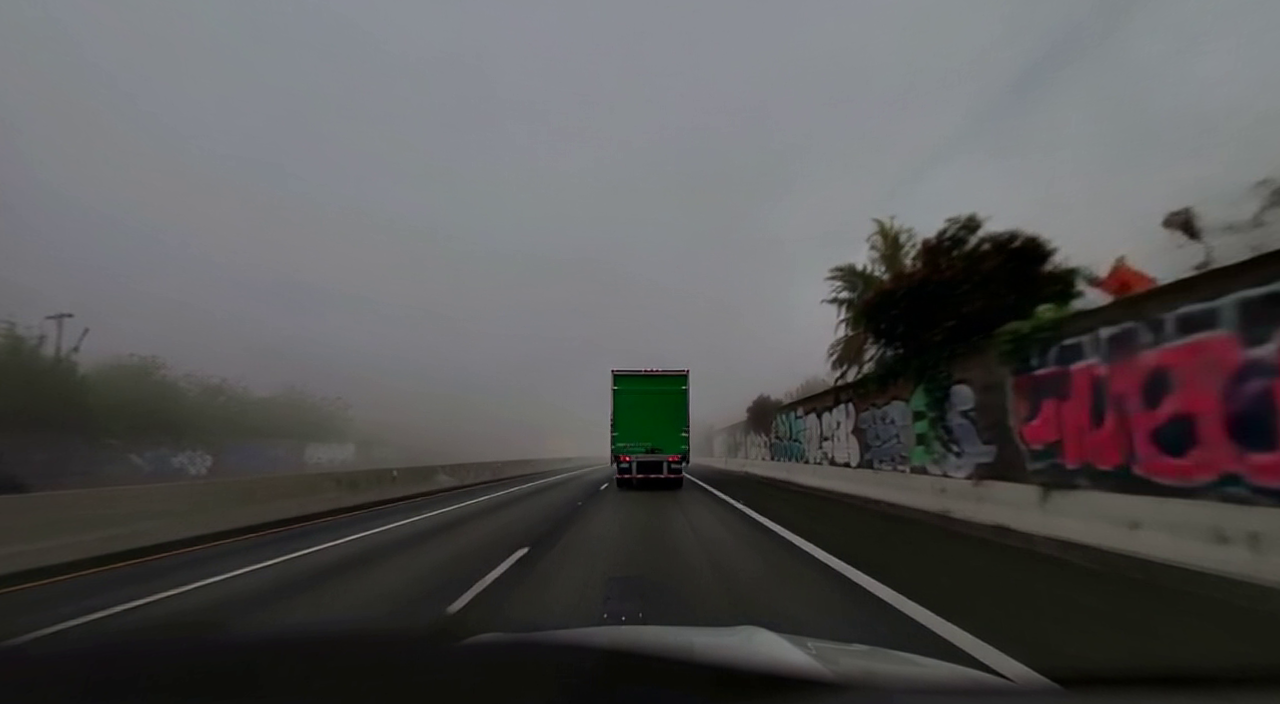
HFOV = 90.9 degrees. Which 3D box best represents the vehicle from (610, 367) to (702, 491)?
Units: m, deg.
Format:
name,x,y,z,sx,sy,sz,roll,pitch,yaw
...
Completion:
name,x,y,z,sx,sy,sz,roll,pitch,yaw
vehicle,0.409,3.232,25.169,2.900,3.955,10.151,0,-9,-1
